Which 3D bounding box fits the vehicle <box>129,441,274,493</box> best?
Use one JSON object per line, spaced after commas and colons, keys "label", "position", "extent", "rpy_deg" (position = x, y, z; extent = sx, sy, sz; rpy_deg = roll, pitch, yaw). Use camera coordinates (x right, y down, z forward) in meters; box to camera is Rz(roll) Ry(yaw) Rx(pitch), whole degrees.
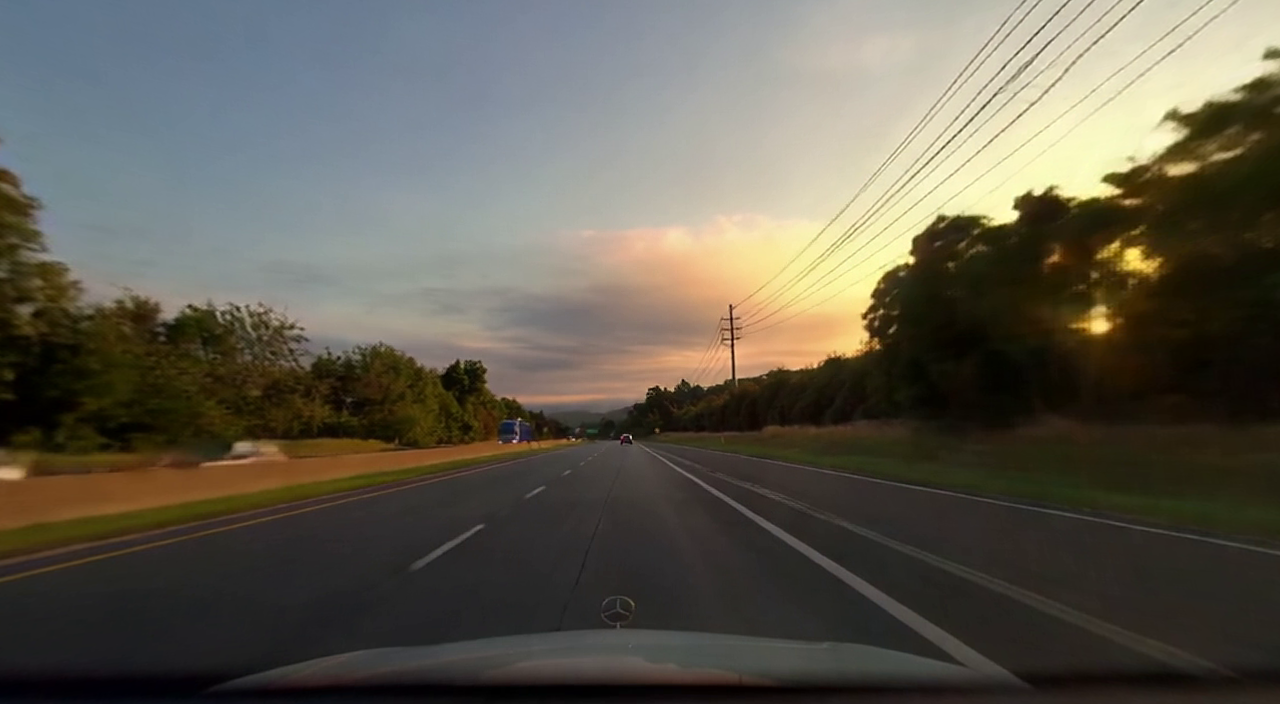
{"label": "vehicle", "position": [-13.695, 3.572, 20.002], "extent": [1.881, 1.474, 3.819], "rpy_deg": [0, -8, -2]}
